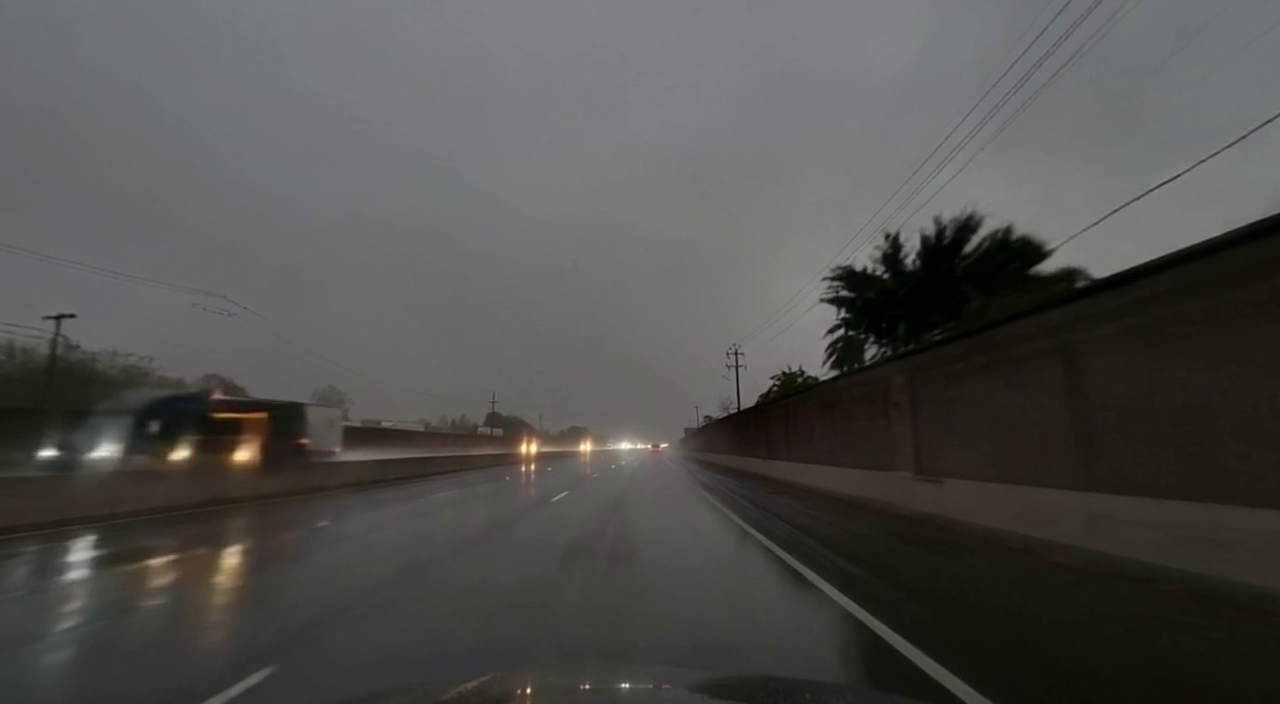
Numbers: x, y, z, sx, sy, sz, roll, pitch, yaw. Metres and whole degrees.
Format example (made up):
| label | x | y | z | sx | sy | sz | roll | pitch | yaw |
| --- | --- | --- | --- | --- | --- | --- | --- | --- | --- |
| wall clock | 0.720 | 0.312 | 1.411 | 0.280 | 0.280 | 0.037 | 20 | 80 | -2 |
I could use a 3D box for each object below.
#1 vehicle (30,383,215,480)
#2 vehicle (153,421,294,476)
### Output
| label | x | y | z | sx | sy | sz | roll | pitch | yaw |
| --- | --- | --- | --- | --- | --- | --- | --- | --- | --- |
| vehicle | -22.792 | 3.630 | 28.300 | 2.919 | 3.851 | 5.905 | 0 | -9 | 2 |
| vehicle | -15.573 | 3.666 | 23.985 | 1.995 | 1.848 | 4.840 | 0 | -9 | 0 |
